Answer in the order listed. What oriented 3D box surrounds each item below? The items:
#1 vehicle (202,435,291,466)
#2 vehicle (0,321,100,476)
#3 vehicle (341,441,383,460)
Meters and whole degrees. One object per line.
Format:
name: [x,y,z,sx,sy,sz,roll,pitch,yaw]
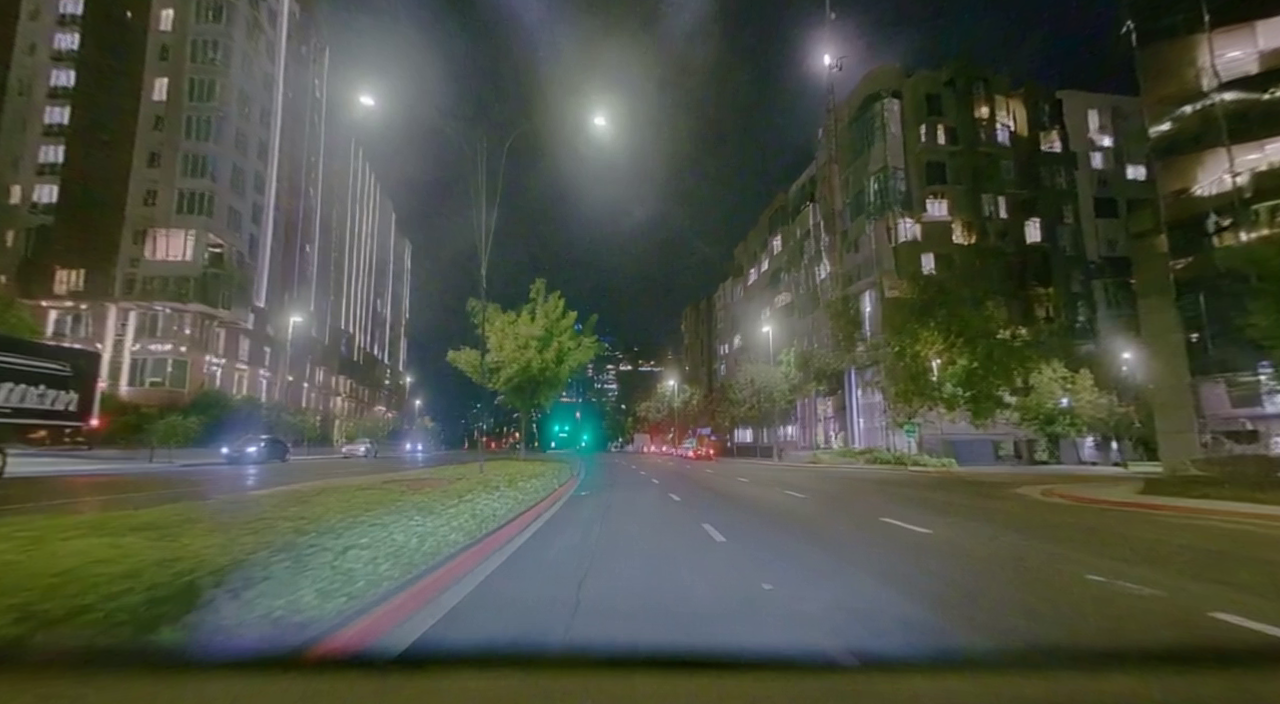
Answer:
vehicle: [-19.750,4.974,31.979,1.828,1.445,4.613,1,-9,-4]
vehicle: [-18.489,0.411,11.354,2.942,4.135,17.400,0,-9,-2]
vehicle: [-21.557,7.638,49.109,1.822,1.453,4.053,1,-9,-7]
